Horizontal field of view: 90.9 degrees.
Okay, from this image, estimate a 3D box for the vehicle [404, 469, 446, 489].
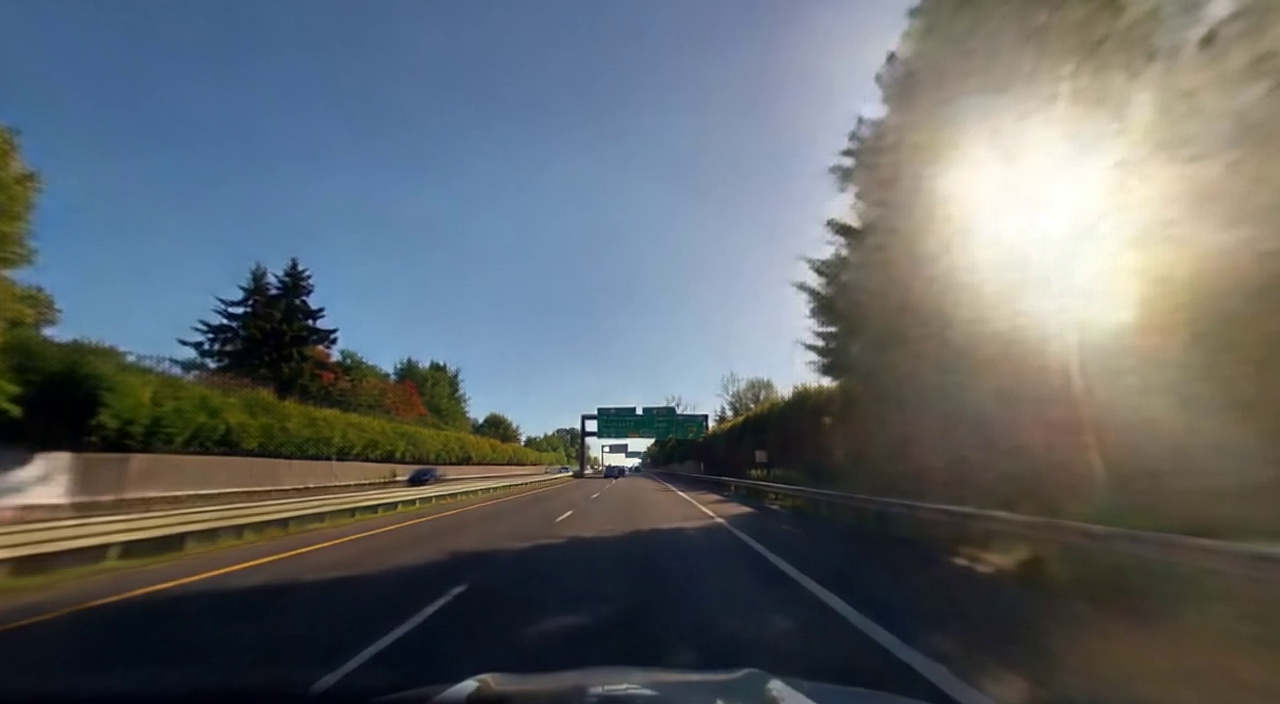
[{"bbox_3d":[-16.439,9.704,48.380,1.807,1.428,3.938,1,-11,1],"label":"vehicle"}]
